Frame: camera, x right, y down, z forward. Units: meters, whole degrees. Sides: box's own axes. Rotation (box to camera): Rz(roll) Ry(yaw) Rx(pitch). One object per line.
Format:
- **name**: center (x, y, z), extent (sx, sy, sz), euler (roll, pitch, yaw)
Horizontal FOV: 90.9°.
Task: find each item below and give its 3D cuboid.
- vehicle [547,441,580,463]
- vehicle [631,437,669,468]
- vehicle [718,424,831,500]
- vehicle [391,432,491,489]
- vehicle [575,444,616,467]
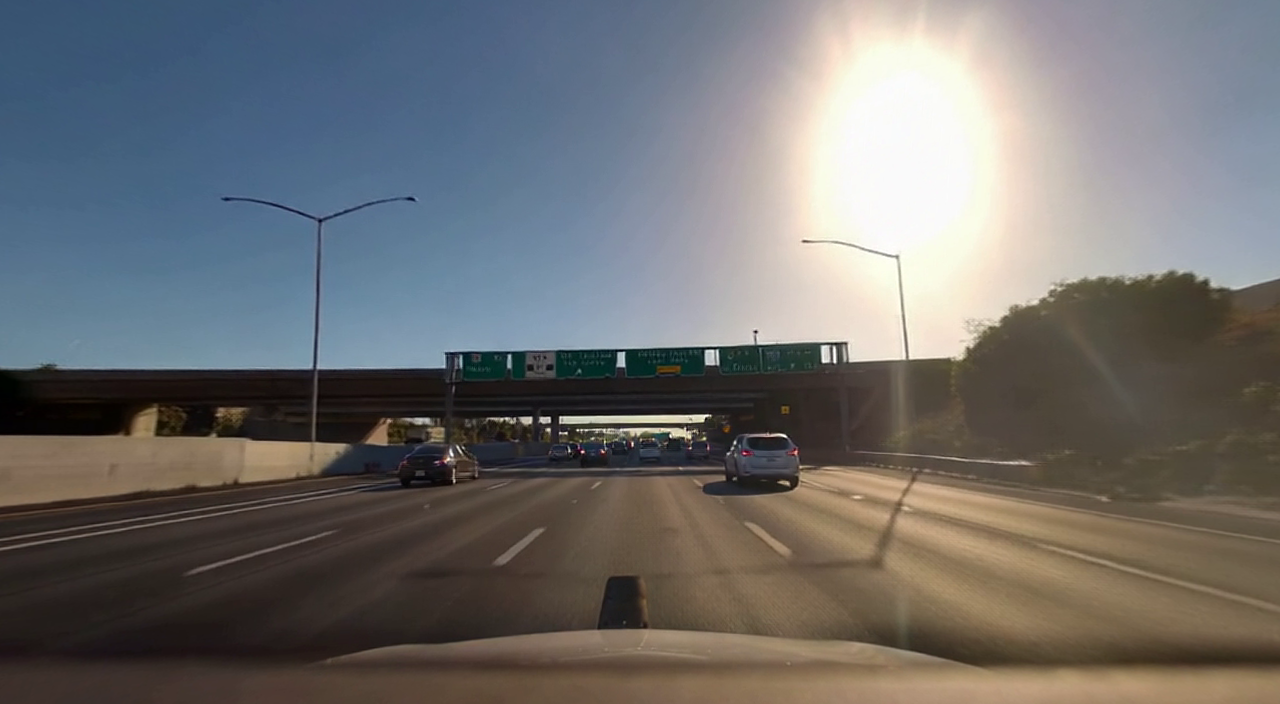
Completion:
- **vehicle**: center (-5.917, 7.772, 49.036), extent (1.992, 1.604, 3.966), euler (0, -8, 1)
- **vehicle**: center (0.625, 6.022, 38.062), extent (2.133, 1.739, 3.925), euler (0, -8, 1)
- **vehicle**: center (3.569, 3.016, 17.737), extent (2.083, 1.823, 4.627), euler (0, -8, -1)
- **vehicle**: center (-6.525, 3.588, 21.169), extent (1.946, 1.688, 4.019), euler (0, -8, 1)
- **vehicle**: center (-2.834, 6.707, 41.128), extent (2.205, 1.406, 4.286), euler (0, -8, 2)
